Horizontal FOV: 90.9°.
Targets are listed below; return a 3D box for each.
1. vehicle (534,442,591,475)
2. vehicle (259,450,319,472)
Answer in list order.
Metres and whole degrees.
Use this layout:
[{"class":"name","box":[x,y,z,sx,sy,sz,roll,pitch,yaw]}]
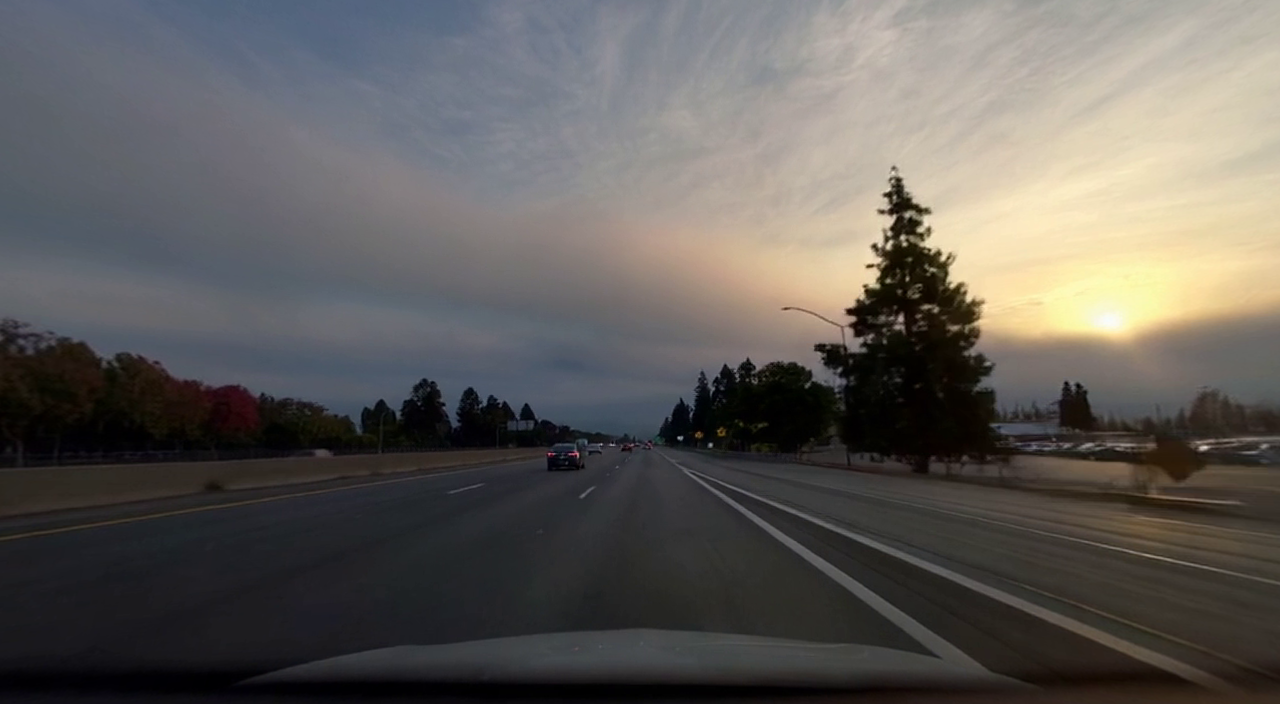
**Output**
[{"class":"vehicle","box":[-3.563,4.989,29.787,2.128,1.450,4.078,0,-8,1]},{"class":"vehicle","box":[-24.437,7.603,44.016,1.755,1.407,4.053,0,-8,2]}]
